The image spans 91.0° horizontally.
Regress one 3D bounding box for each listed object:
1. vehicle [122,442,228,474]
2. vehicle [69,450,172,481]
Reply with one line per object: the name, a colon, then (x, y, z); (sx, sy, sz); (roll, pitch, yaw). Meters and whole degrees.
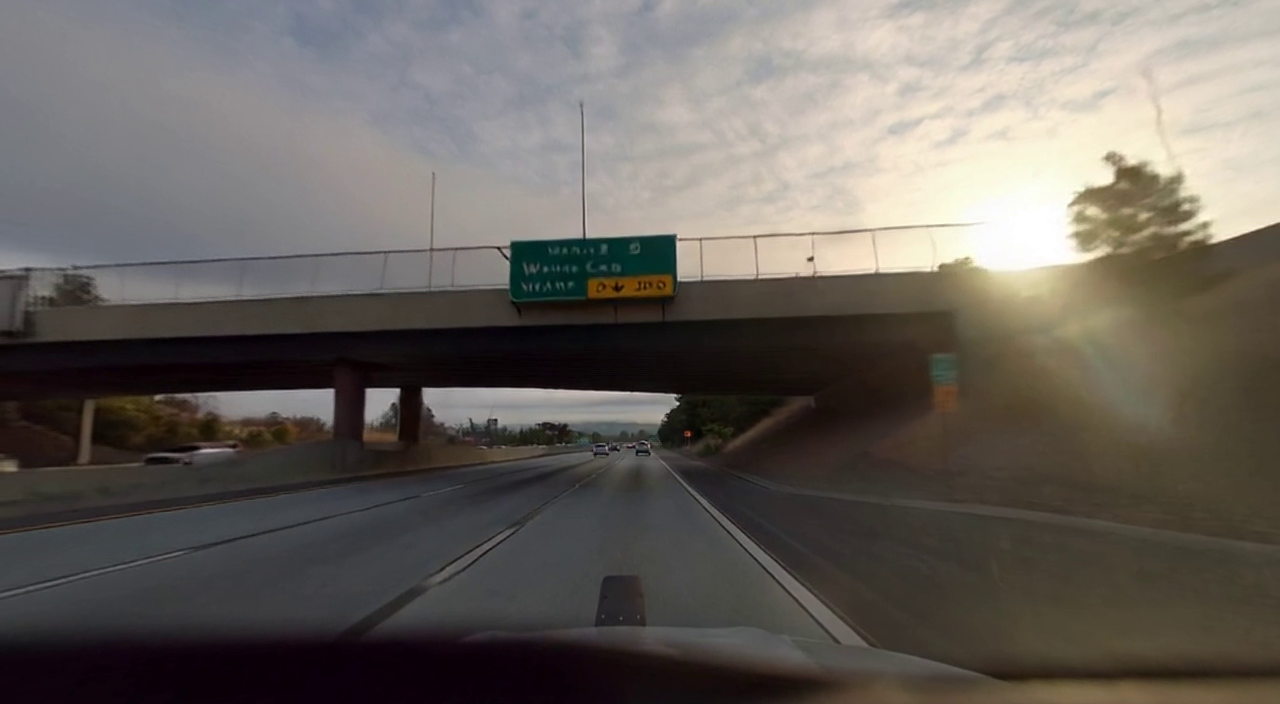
vehicle: (-24.687, 5.631, 33.661); (2.126, 1.588, 4.557); (0, -8, 1)
vehicle: (-28.517, 6.220, 34.793); (1.871, 1.514, 4.413); (0, -9, 0)
